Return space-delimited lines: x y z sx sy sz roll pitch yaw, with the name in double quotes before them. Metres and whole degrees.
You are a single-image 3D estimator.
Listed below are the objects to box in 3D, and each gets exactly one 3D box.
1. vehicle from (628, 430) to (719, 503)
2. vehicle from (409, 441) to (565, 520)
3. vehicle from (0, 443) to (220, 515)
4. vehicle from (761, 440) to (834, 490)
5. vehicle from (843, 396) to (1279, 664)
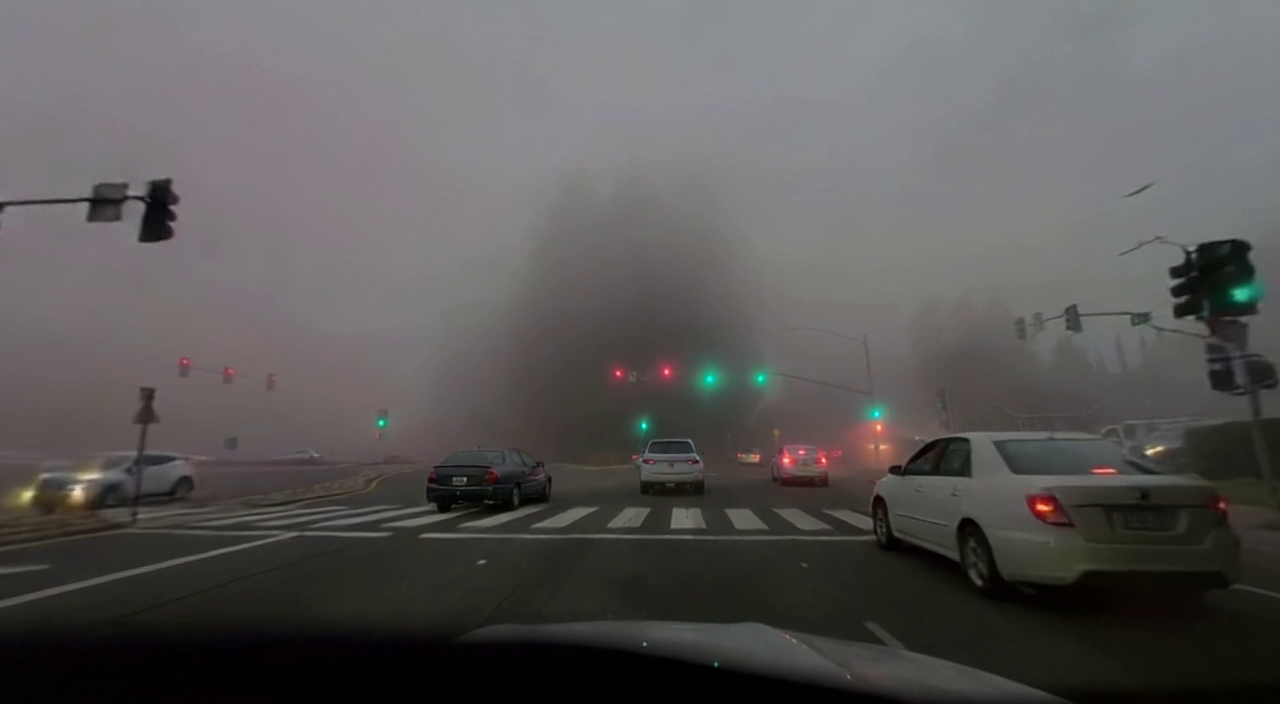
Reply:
"vehicle" 1.042 3.179 17.910 2.250 1.768 4.574 -1 -9 5
"vehicle" -3.152 2.756 14.156 2.006 1.464 4.586 -1 -9 5
"vehicle" -14.396 3.346 16.979 4.578 1.759 1.996 2 -9 -14
"vehicle" 5.257 3.809 21.457 1.859 1.540 3.454 -1 -9 5
"vehicle" 3.769 1.448 6.276 2.106 1.636 4.655 -1 -9 2
